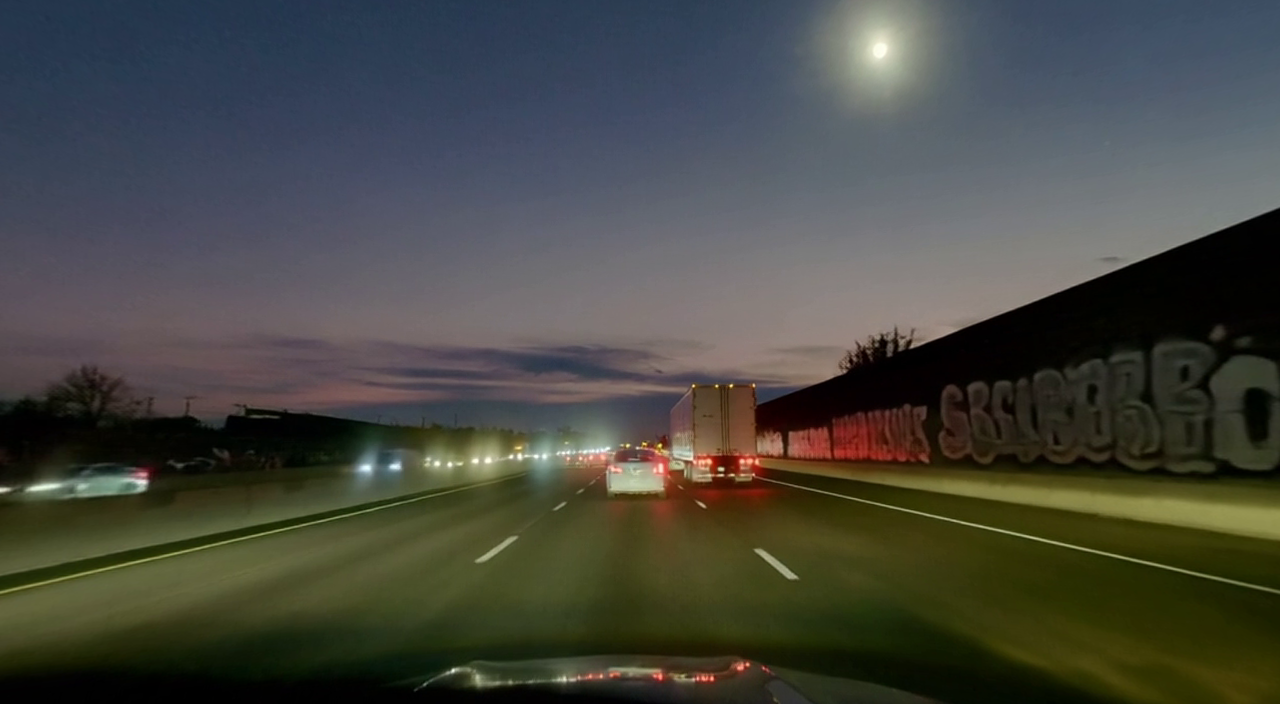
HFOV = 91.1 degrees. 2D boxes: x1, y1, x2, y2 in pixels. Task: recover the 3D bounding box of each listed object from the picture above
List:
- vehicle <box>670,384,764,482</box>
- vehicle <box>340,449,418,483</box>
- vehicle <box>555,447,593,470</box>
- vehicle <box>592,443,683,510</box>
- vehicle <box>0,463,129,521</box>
[{"bbox_3d":[3.544,4.437,33.365,2.902,4.014,14.446,0,-9,-1],"label":"vehicle"},{"bbox_3d":[-12.656,5.532,30.860,1.927,1.477,4.508,0,-9,0],"label":"vehicle"},{"bbox_3d":[-4.395,7.196,42.713,2.067,1.481,4.085,-1,-9,1],"label":"vehicle"},{"bbox_3d":[-0.096,3.111,16.248,2.033,1.468,4.015,0,-9,-1],"label":"vehicle"},{"bbox_3d":[-18.043,4.124,18.809,1.738,1.426,4.342,-1,-9,2],"label":"vehicle"}]
